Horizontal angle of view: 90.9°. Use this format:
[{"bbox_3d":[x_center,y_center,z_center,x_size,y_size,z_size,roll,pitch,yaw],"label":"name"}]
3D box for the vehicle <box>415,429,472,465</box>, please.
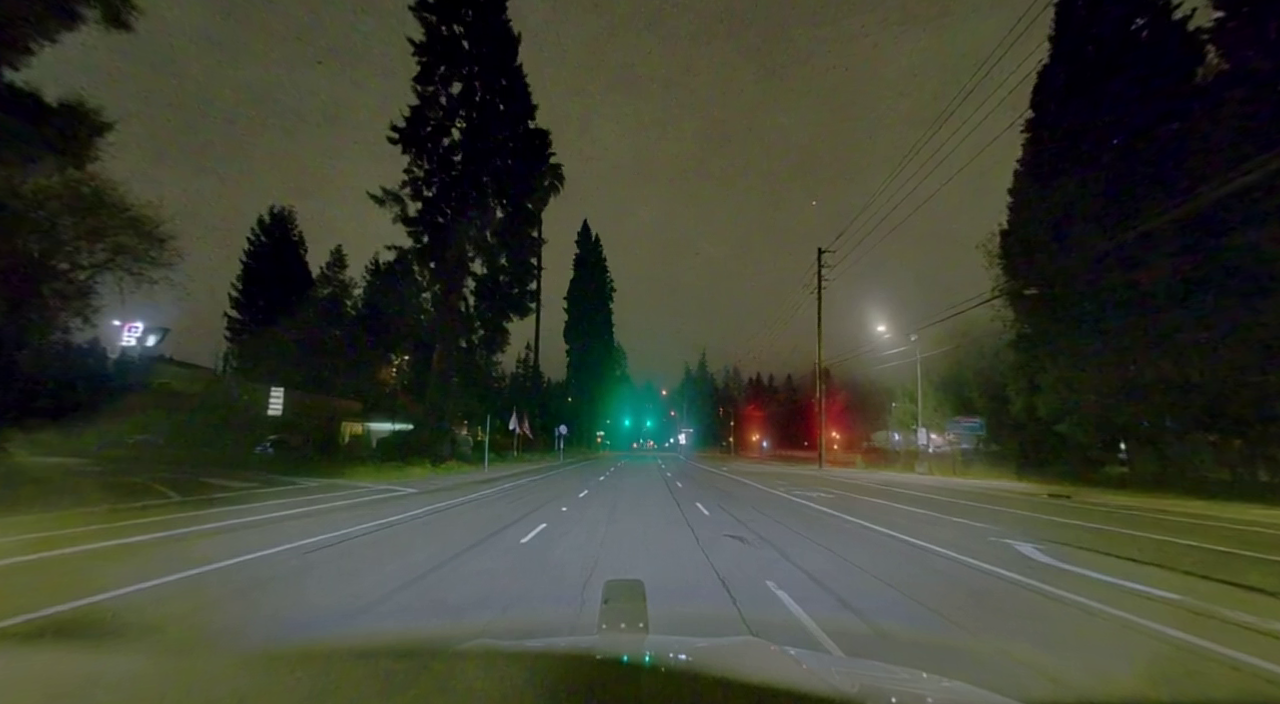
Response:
[{"bbox_3d":[-13.067,6.356,42.262,2.476,2.256,5.686,0,-8,-5],"label":"vehicle"}]
